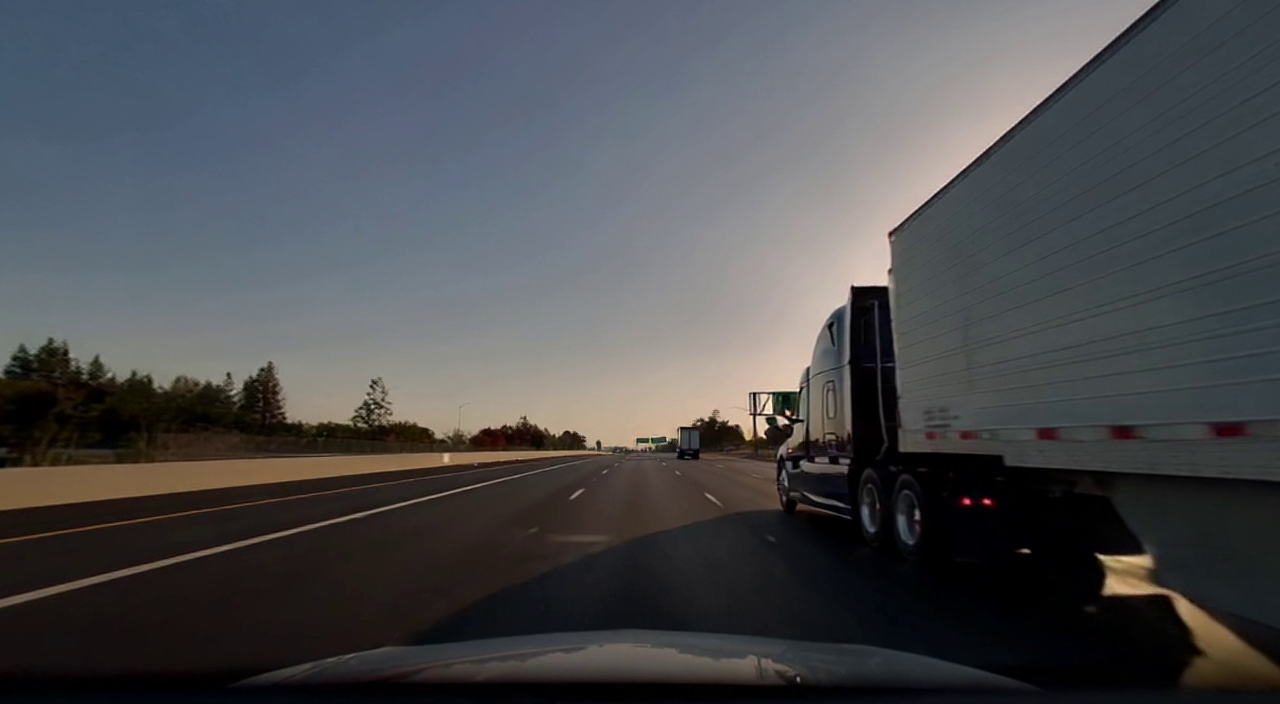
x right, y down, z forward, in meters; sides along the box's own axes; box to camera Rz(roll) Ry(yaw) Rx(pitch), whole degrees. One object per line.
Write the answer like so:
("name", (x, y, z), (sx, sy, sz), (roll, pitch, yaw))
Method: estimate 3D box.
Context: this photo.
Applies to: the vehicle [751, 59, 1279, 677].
("vehicle", (3.590, 0.581, 8.007), (2.998, 3.820, 8.356), (0, -8, 1))
